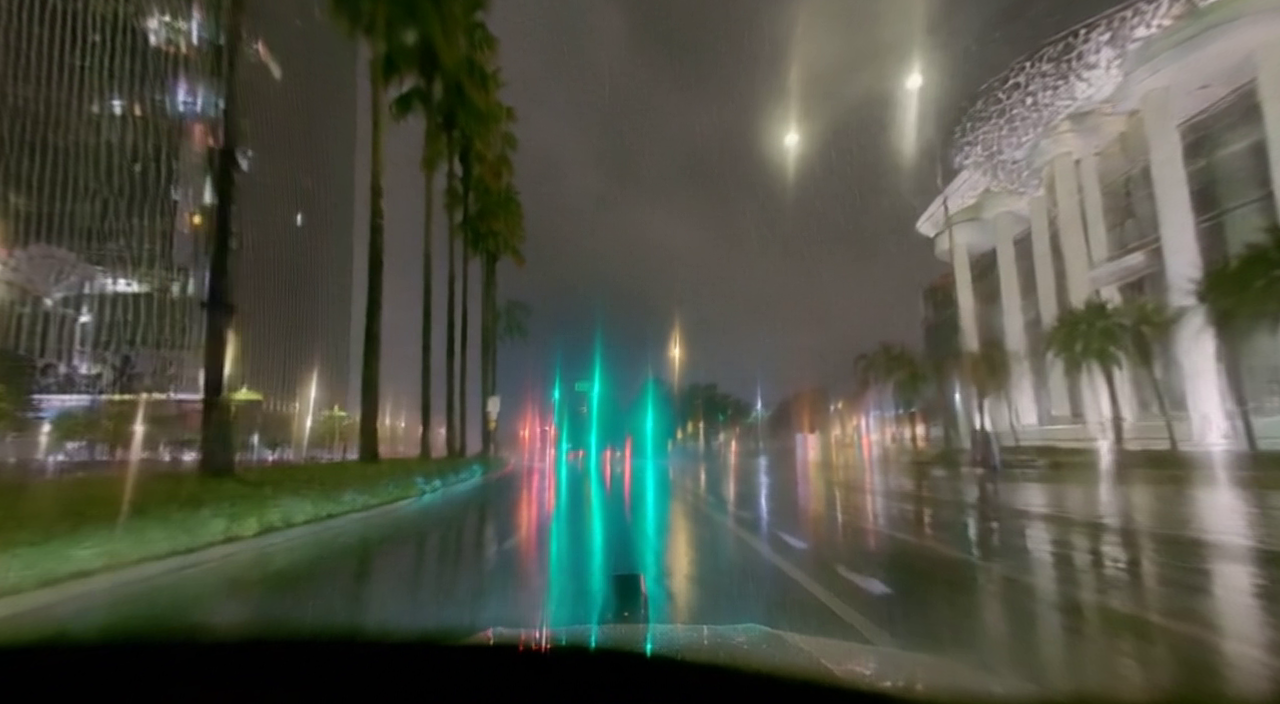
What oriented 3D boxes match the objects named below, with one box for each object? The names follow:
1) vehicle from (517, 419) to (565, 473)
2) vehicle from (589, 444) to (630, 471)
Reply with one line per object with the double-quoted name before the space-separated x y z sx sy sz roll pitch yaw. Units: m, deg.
"vehicle" -6.218 6.043 40.637 2.678 3.042 8.474 1 -8 -7
"vehicle" -1.873 6.246 37.571 2.107 1.481 4.097 1 -8 -7
